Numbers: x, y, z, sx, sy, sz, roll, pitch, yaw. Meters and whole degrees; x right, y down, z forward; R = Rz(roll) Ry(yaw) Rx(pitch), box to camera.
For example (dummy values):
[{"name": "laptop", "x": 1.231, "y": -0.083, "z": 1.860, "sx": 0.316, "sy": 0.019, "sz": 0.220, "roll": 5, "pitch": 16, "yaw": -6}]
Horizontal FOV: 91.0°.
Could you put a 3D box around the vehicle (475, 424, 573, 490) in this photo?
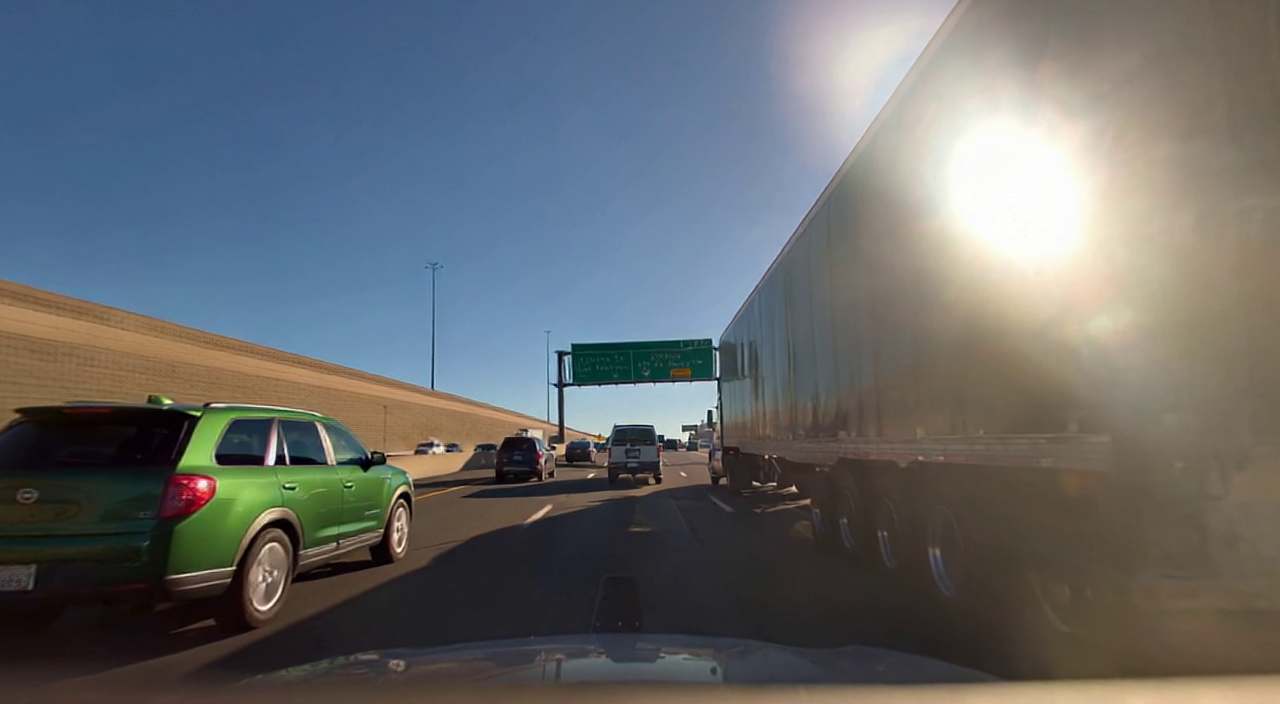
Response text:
[{"name": "vehicle", "x": -3.497, "y": 3.277, "z": 19.975, "sx": 2.120, "sy": 1.812, "sz": 4.659, "roll": 0, "pitch": -8, "yaw": 1}]

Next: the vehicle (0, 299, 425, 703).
[{"name": "vehicle", "x": -3.430, "y": 1.017, "z": 4.286, "sx": 2.193, "sy": 1.803, "sz": 4.958, "roll": 0, "pitch": -8, "yaw": 0}]

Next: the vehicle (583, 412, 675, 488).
[{"name": "vehicle", "x": -0.343, "y": 3.307, "z": 21.504, "sx": 2.704, "sy": 2.216, "sz": 5.804, "roll": 0, "pitch": -8, "yaw": -1}]

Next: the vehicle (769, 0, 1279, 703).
[{"name": "vehicle", "x": 3.661, "y": -0.305, "z": 2.753, "sx": 2.852, "sy": 4.121, "sz": 16.210, "roll": 0, "pitch": -8, "yaw": 0}]
